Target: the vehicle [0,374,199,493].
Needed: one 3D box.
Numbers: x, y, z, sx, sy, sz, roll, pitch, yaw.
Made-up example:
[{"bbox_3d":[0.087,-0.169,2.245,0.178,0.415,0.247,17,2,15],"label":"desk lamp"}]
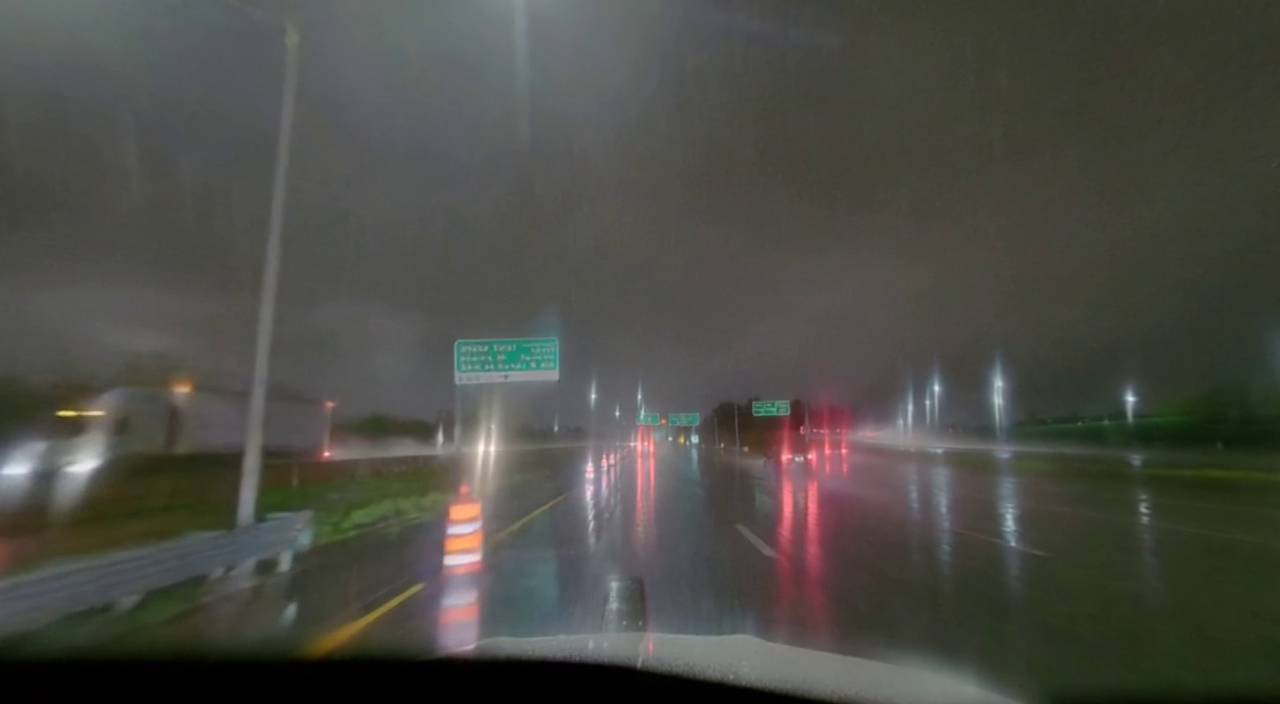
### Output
[{"bbox_3d":[-20.175,3.017,23.081,3.033,3.698,6.780,0,-8,0],"label":"vehicle"}]
